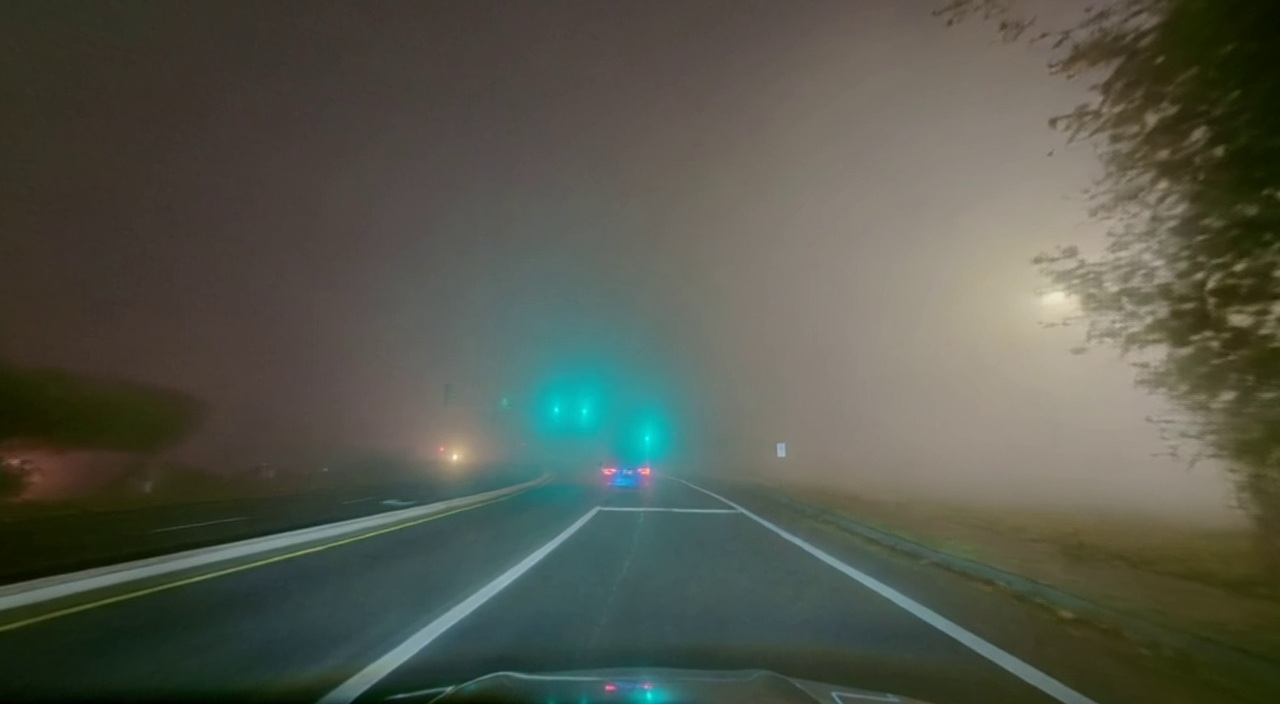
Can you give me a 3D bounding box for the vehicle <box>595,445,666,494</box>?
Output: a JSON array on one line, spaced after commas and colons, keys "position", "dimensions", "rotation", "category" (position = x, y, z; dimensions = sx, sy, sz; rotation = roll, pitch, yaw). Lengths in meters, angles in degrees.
[{"position": [-0.419, 3.951, 21.601], "dimensions": [2.148, 1.521, 4.089], "rotation": [1, -9, -5], "category": "vehicle"}]
